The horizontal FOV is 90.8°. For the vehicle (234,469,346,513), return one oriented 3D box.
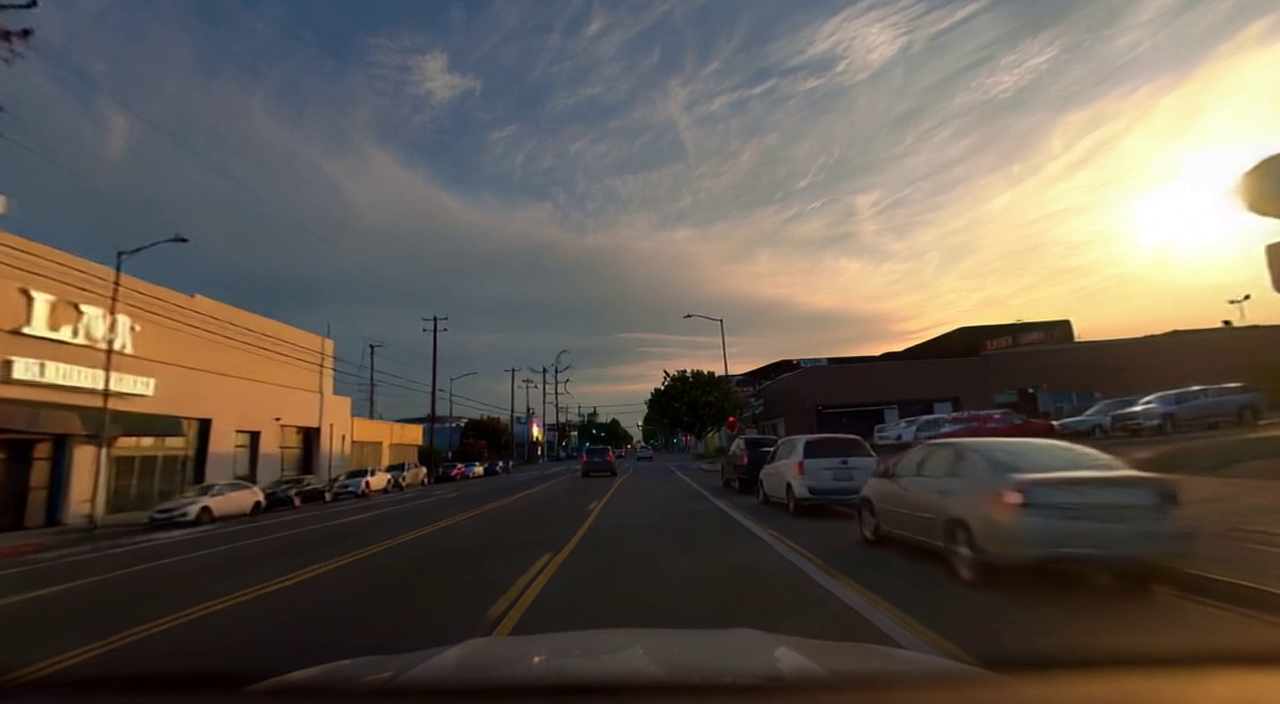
[{"bbox_3d":[-15.174,6.040,27.796,2.076,1.518,4.981,-2,-9,0],"label":"vehicle"}]

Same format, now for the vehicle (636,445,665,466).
[{"bbox_3d":[0.737,7.939,48.570,2.099,1.470,4.270,-1,-9,0],"label":"vehicle"}]

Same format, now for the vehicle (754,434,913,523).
[{"bbox_3d":[3.757,2.554,13.259,1.839,1.505,4.566,0,-9,-1],"label":"vehicle"}]

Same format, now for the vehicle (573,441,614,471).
[{"bbox_3d":[-3.019,6.923,42.075,2.348,1.831,4.737,-1,-9,1],"label":"vehicle"}]

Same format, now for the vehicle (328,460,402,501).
[{"bbox_3d":[-15.010,7.006,34.745,2.020,1.695,4.629,-8,-8,-2],"label":"vehicle"}]

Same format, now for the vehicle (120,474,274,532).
[{"bbox_3d":[-15.120,5.142,21.997,1.883,1.493,4.880,-2,-9,0],"label":"vehicle"}]

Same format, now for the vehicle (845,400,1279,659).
[{"bbox_3d":[3.907,1.424,6.249,2.042,1.487,5.033,0,-9,0],"label":"vehicle"}]

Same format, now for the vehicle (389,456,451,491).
[{"bbox_3d":[-14.984,8.274,43.425,2.124,1.835,5.450,-8,-8,0],"label":"vehicle"}]
